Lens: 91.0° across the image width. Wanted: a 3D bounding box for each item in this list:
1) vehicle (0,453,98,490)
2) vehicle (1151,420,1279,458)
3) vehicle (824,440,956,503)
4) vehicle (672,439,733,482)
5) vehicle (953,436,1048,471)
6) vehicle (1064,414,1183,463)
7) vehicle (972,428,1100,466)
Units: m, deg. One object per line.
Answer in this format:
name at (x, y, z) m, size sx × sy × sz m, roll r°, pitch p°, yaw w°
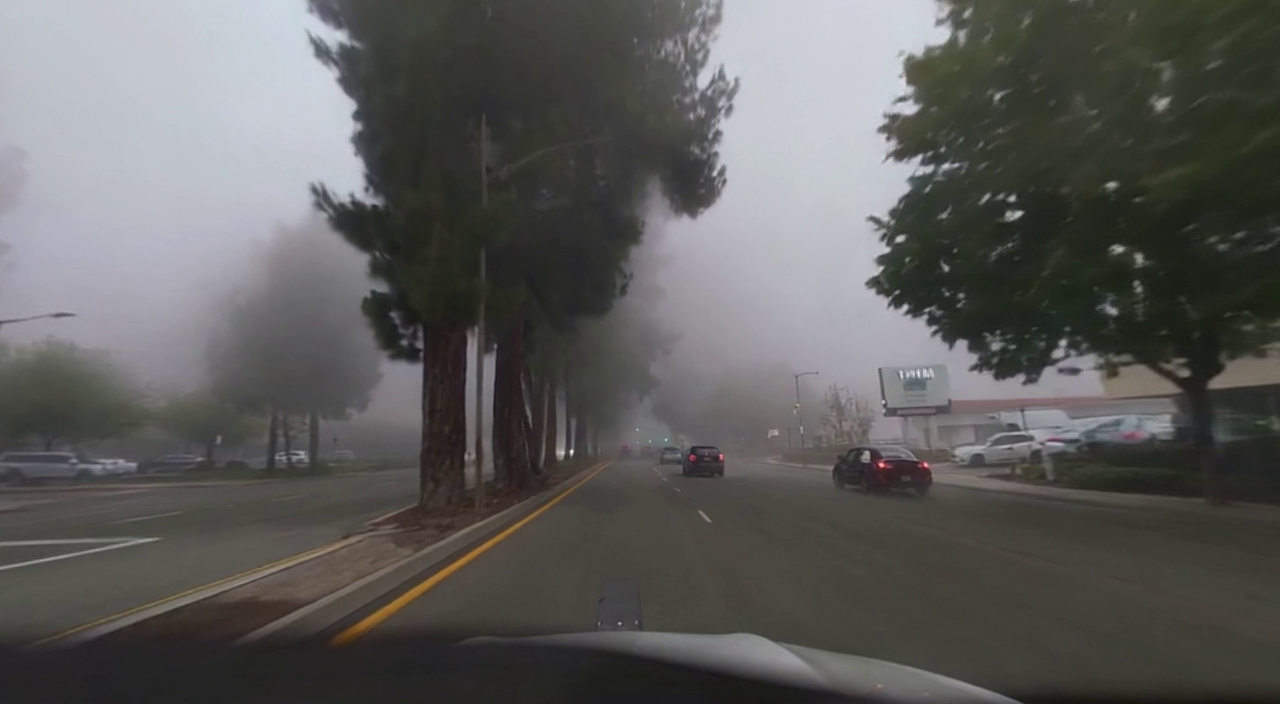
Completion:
vehicle at (-33.691, 6.612, 35.213) m, size 1.999 × 1.834 × 4.697 m, roll -1°, pitch -9°, yaw 9°
vehicle at (33.390, 5.137, 36.751) m, size 2.307 × 2.019 × 5.604 m, roll 0°, pitch -9°, yaw -1°
vehicle at (6.788, 3.268, 17.653) m, size 1.886 × 1.528 × 4.169 m, roll 0°, pitch -9°, yaw -1°
vehicle at (2.618, 4.696, 27.455) m, size 2.161 × 1.676 × 4.151 m, roll 0°, pitch -9°, yaw -1°
vehicle at (18.687, 5.272, 32.759) m, size 3.719 × 1.537 × 1.807 m, roll -3°, pitch -9°, yaw -1°
vehicle at (28.185, 5.135, 37.067) m, size 2.438 × 2.602 × 5.677 m, roll 0°, pitch -9°, yaw 0°
vehicle at (22.823, 5.536, 36.818) m, size 2.858 × 2.005 × 6.831 m, roll 0°, pitch -8°, yaw -2°
